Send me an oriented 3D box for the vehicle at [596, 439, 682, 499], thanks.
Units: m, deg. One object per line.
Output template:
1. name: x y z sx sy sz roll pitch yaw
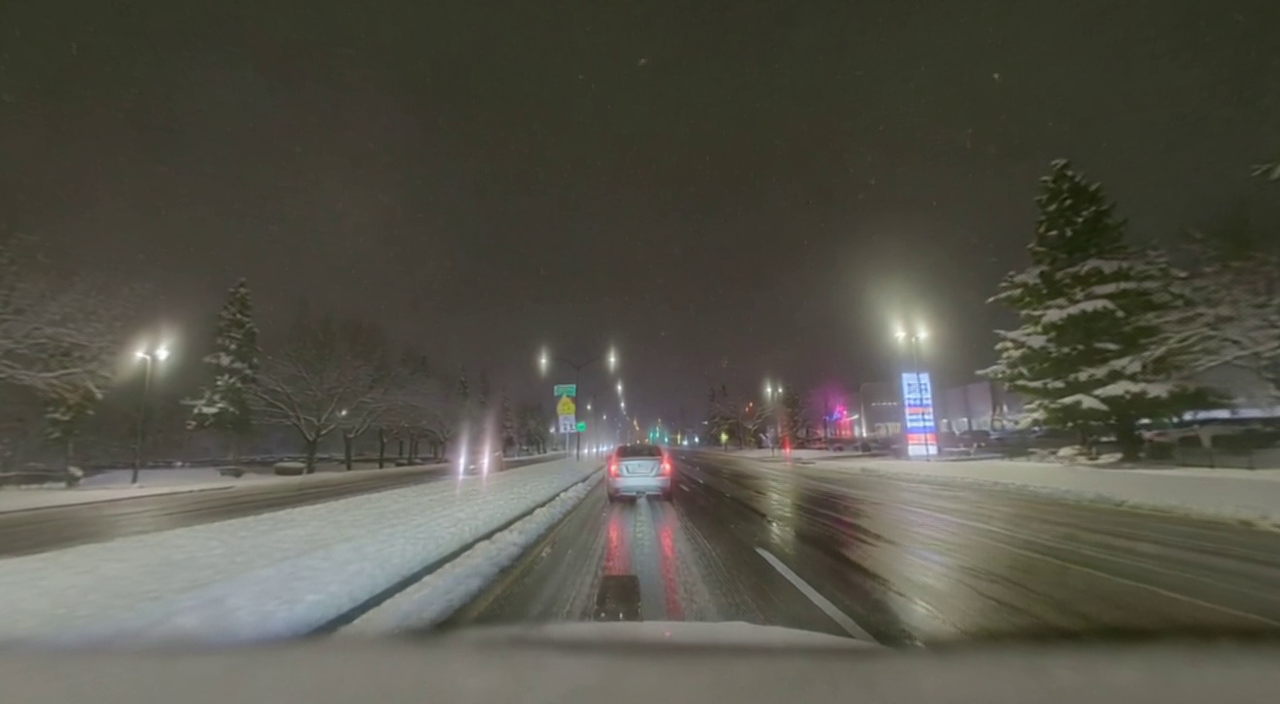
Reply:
1. vehicle: -0.063 3.202 17.596 2.126 1.475 3.967 0 -8 -1

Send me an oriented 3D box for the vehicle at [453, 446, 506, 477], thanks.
1. vehicle: -9.230 6.313 36.547 1.903 1.476 4.395 -5 -8 -1
